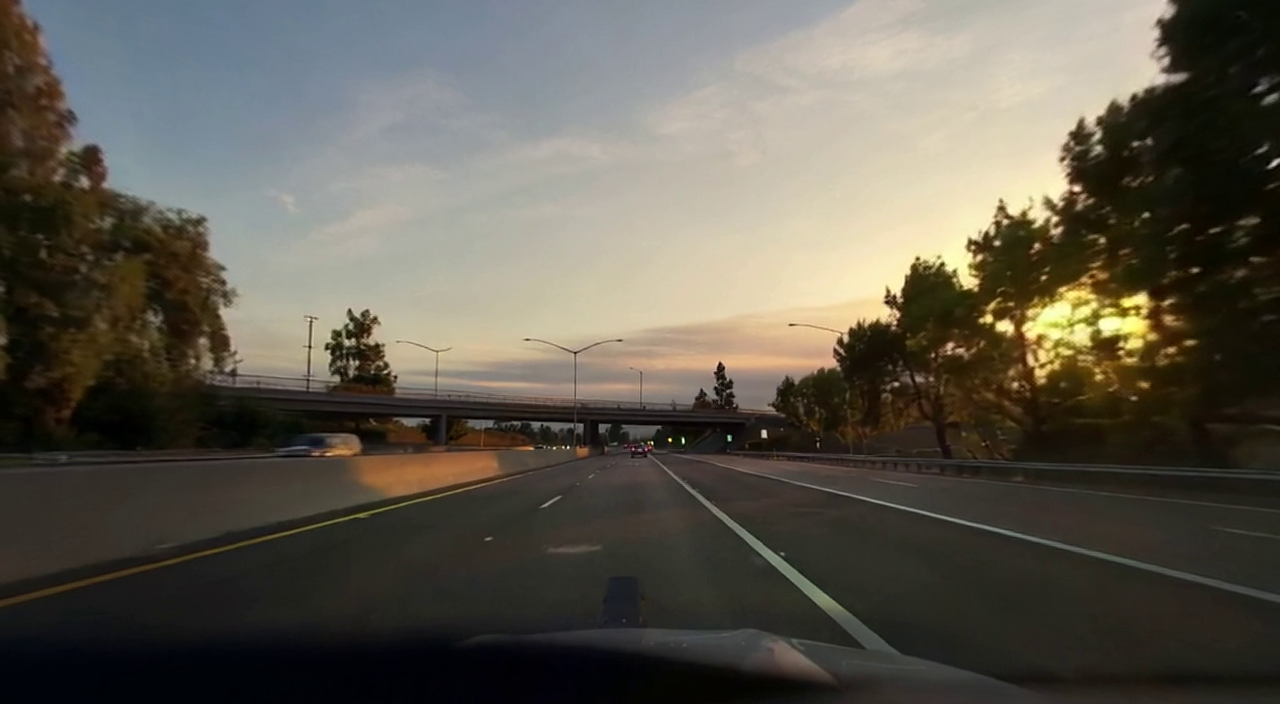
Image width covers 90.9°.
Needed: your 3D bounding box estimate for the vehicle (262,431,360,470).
[{"bbox_3d":[-15.059,4.556,29.233,1.957,1.648,4.783,0,-9,0],"label":"vehicle"}]
